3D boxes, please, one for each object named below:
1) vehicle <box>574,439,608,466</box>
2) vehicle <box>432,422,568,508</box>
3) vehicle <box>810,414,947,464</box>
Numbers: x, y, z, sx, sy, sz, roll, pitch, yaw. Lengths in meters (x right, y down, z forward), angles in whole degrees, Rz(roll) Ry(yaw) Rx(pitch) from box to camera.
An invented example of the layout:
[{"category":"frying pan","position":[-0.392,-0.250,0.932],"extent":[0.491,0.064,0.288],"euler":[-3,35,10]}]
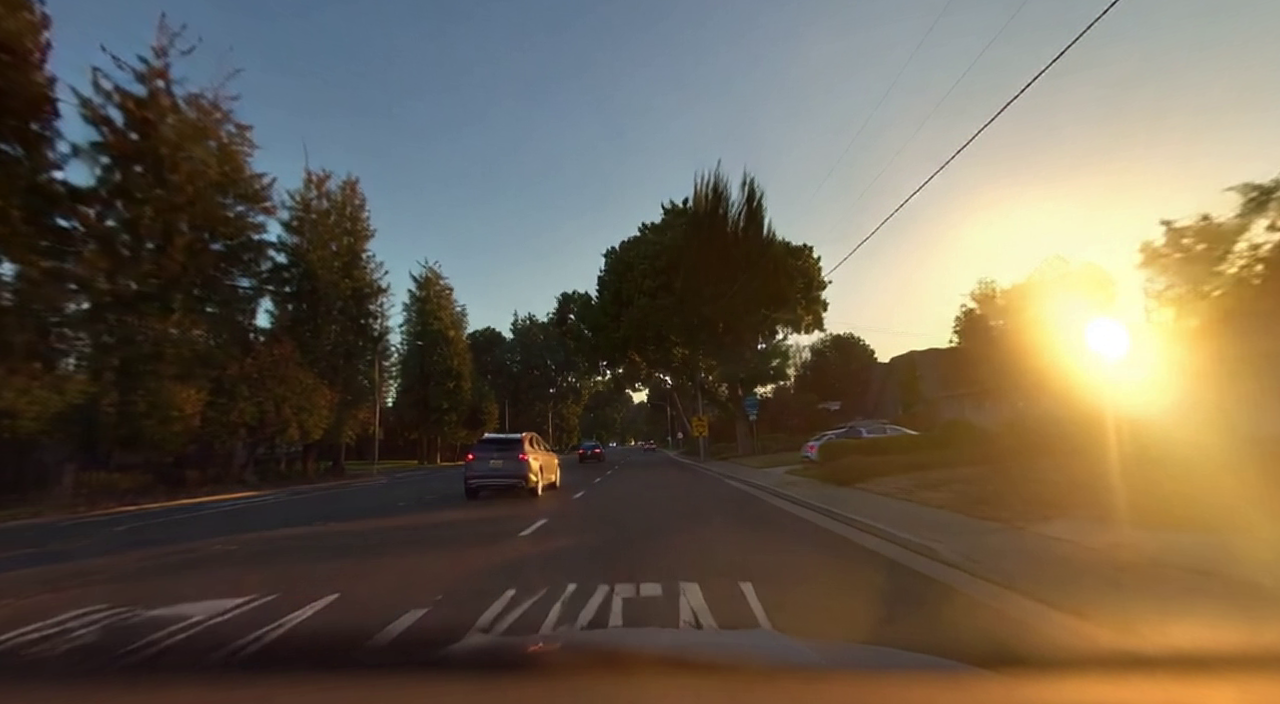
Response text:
[{"category":"vehicle","position":[-2.954,6.144,38.625],"extent":[1.802,1.528,3.490],"euler":[0,-8,0]},{"category":"vehicle","position":[-3.178,2.684,15.417],"extent":[2.190,1.766,4.394],"euler":[0,-8,2]},{"category":"vehicle","position":[9.904,3.654,26.512],"extent":[4.944,2.023,1.973],"euler":[0,-8,1]}]
